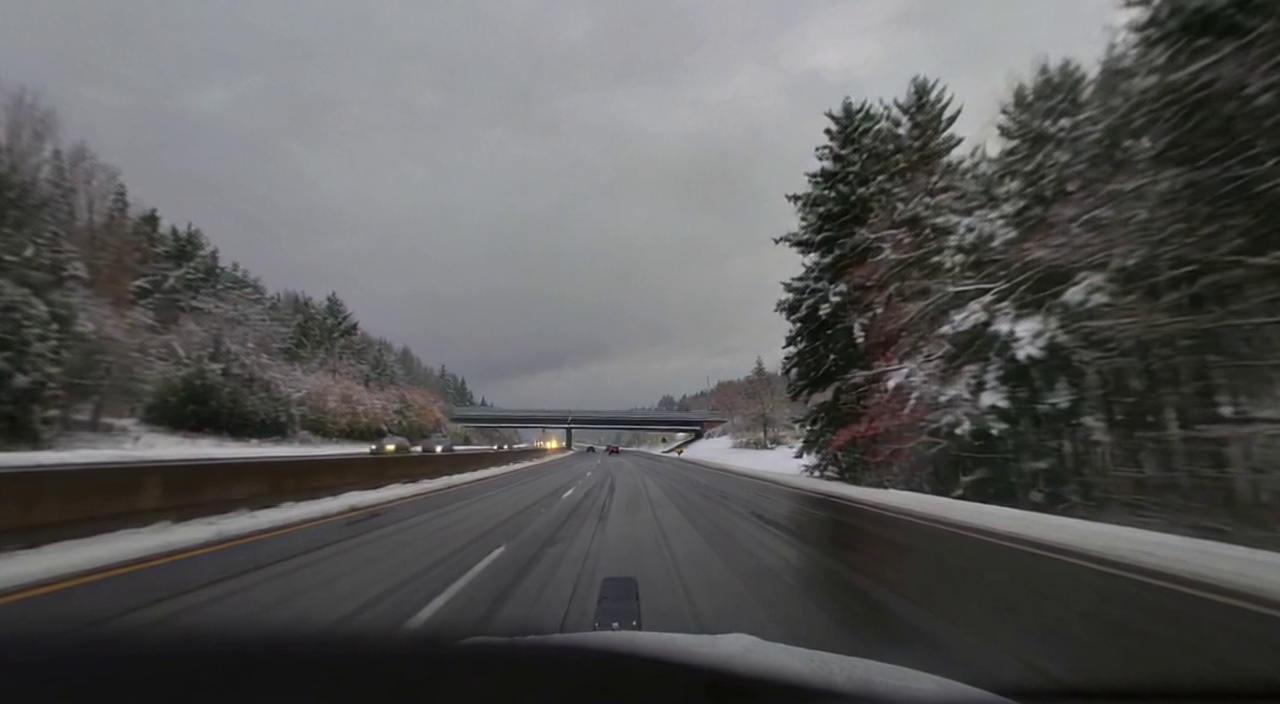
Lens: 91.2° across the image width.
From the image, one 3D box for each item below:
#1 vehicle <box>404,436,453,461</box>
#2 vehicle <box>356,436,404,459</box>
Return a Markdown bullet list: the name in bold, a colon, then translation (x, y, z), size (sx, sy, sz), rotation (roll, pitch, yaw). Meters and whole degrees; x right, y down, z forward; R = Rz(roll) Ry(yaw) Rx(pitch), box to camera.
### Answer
- **vehicle**: translation (-13.642, 6.261, 40.590), size (1.881, 1.494, 3.879), rotation (1, -9, -2)
- **vehicle**: translation (-18.080, 6.671, 43.735), size (1.740, 1.476, 3.752), rotation (0, -9, -2)
